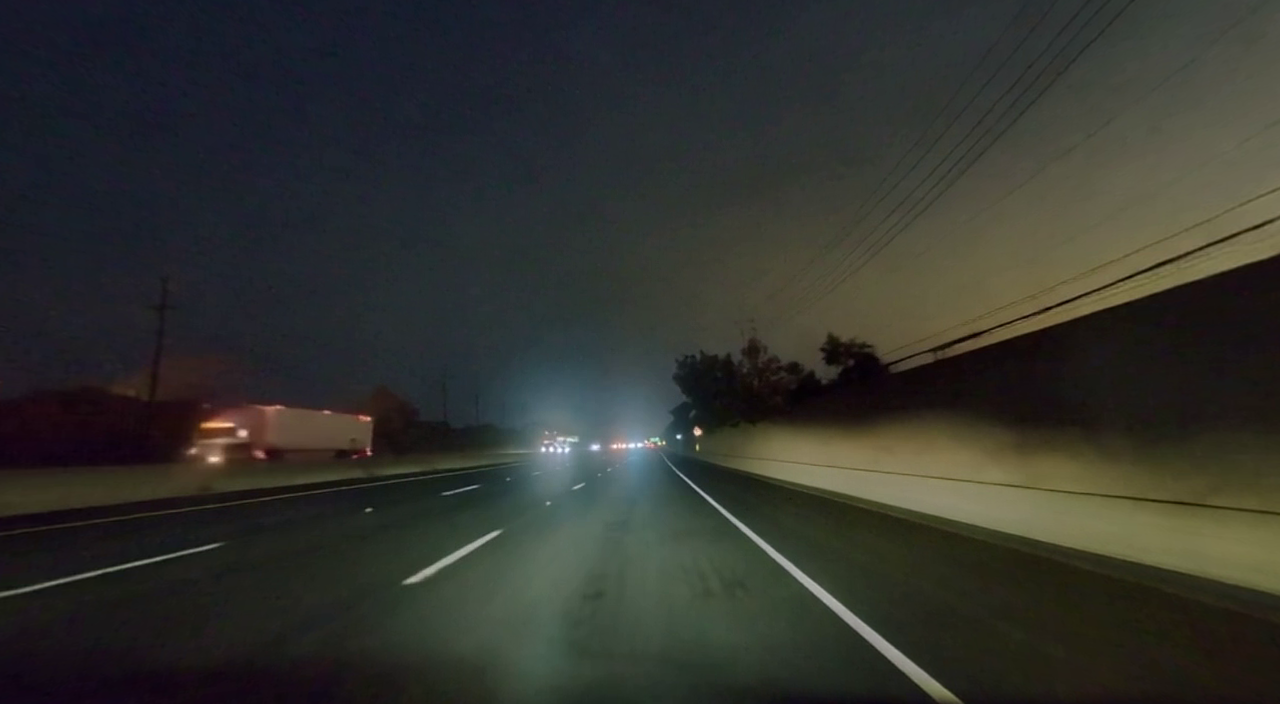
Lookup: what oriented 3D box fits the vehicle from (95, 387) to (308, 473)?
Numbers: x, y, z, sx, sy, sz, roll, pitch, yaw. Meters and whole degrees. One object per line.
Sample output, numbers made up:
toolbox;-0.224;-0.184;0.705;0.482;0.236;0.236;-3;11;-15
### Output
vehicle;-22.844;4.377;34.255;2.992;3.863;11.569;0;-9;1
